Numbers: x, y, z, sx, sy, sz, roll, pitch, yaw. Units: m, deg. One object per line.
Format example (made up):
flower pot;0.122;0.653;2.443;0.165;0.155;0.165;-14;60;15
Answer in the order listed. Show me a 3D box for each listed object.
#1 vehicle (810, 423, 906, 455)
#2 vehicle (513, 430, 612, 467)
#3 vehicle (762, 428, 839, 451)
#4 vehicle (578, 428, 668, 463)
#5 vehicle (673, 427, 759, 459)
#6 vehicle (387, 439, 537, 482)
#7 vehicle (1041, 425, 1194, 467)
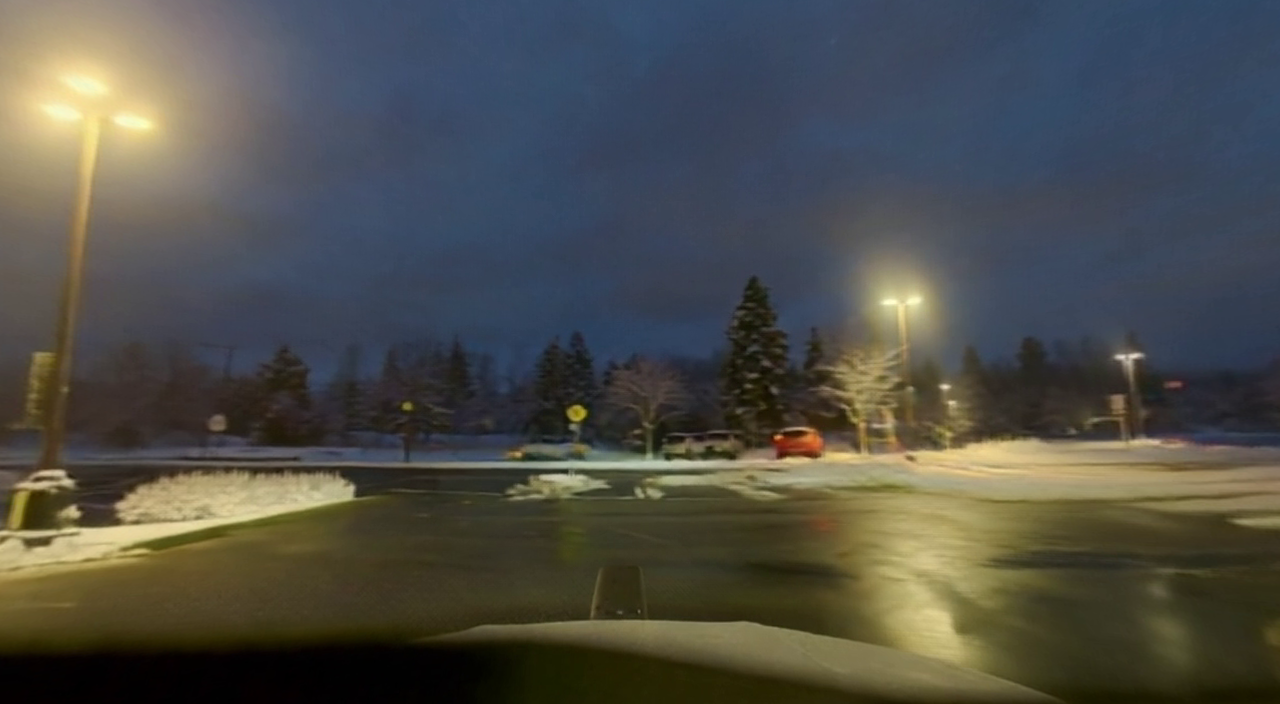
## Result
vehicle;12.360;4.926;35.995;4.660;1.687;1.981;-1;-7;-3
vehicle;-3.399;4.288;28.260;4.030;1.556;2.057;-1;-8;5
vehicle;10.700;5.821;42.230;4.601;1.484;1.839;1;-8;-6
vehicle;-0.924;5.283;35.891;4.939;1.664;2.055;-1;-3;0
vehicle;4.251;5.218;36.019;4.666;1.634;1.816;1;-11;-1
vehicle;-6.306;3.881;22.790;4.772;1.441;1.976;0;-7;1
vehicle;17.335;3.403;23.079;4.106;1.449;1.760;0;-7;0
